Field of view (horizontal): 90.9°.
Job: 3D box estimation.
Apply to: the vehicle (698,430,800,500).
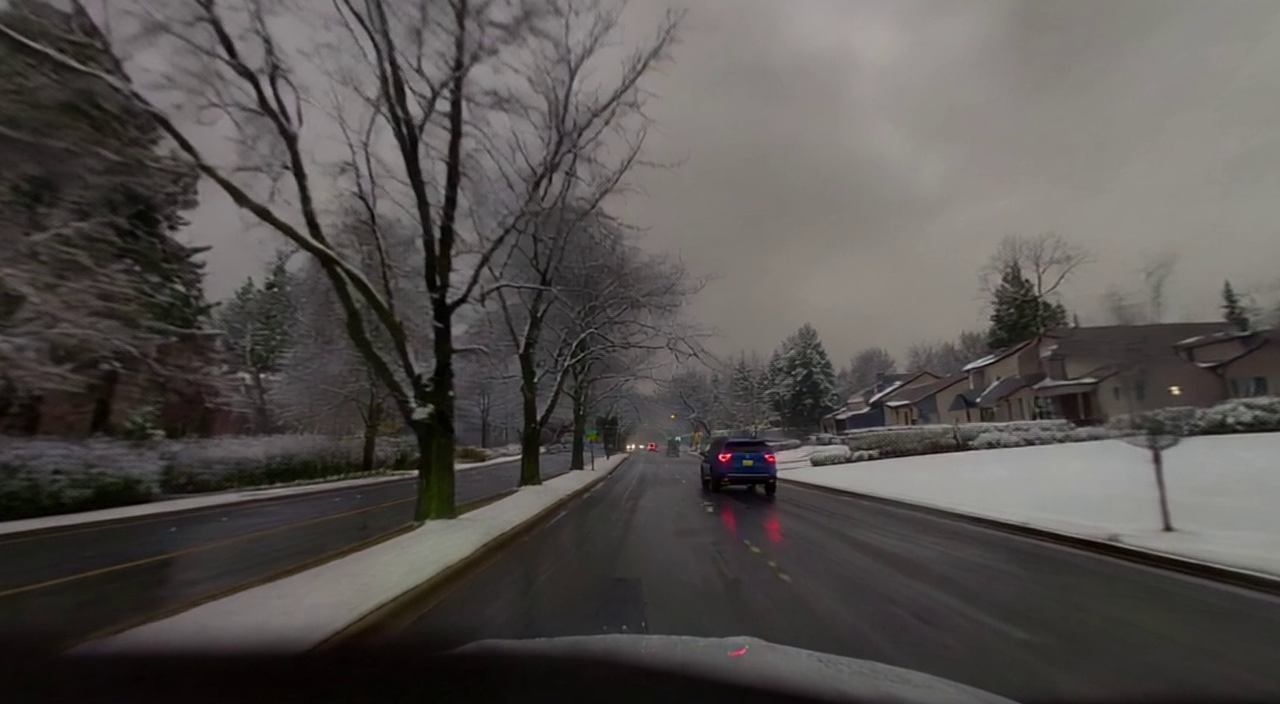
[{"bbox_3d":[3.023,3.263,18.628,2.180,1.773,4.639,0,-8,0],"label":"vehicle"}]
